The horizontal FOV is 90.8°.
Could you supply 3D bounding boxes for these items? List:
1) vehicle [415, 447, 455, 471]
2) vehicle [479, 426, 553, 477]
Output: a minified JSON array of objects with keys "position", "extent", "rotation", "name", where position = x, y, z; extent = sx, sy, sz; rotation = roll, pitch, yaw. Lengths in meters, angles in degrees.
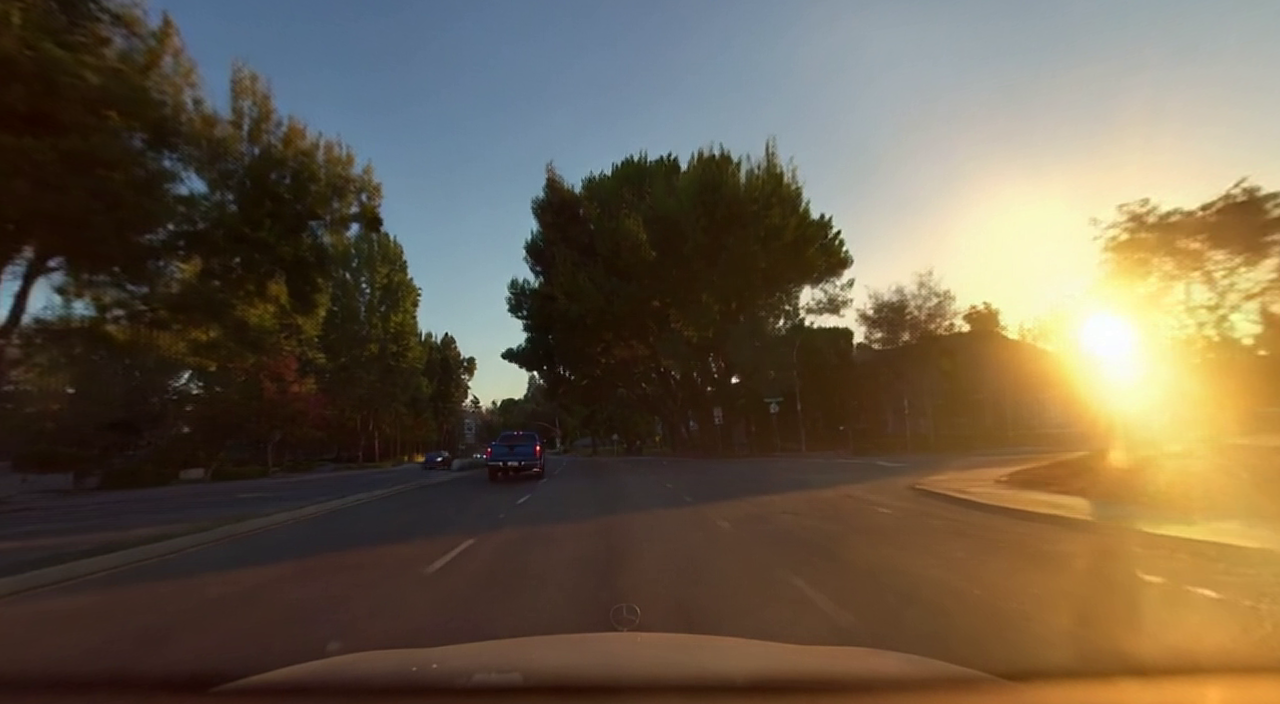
[{"position":[-14.595,7.621,45.211],"extent":[1.883,1.632,4.024],"rotation":[1,-8,-6],"name":"vehicle"},{"position":[-4.999,4.141,26.513],"extent":[2.267,1.849,6.402],"rotation":[0,-8,-4],"name":"vehicle"}]
